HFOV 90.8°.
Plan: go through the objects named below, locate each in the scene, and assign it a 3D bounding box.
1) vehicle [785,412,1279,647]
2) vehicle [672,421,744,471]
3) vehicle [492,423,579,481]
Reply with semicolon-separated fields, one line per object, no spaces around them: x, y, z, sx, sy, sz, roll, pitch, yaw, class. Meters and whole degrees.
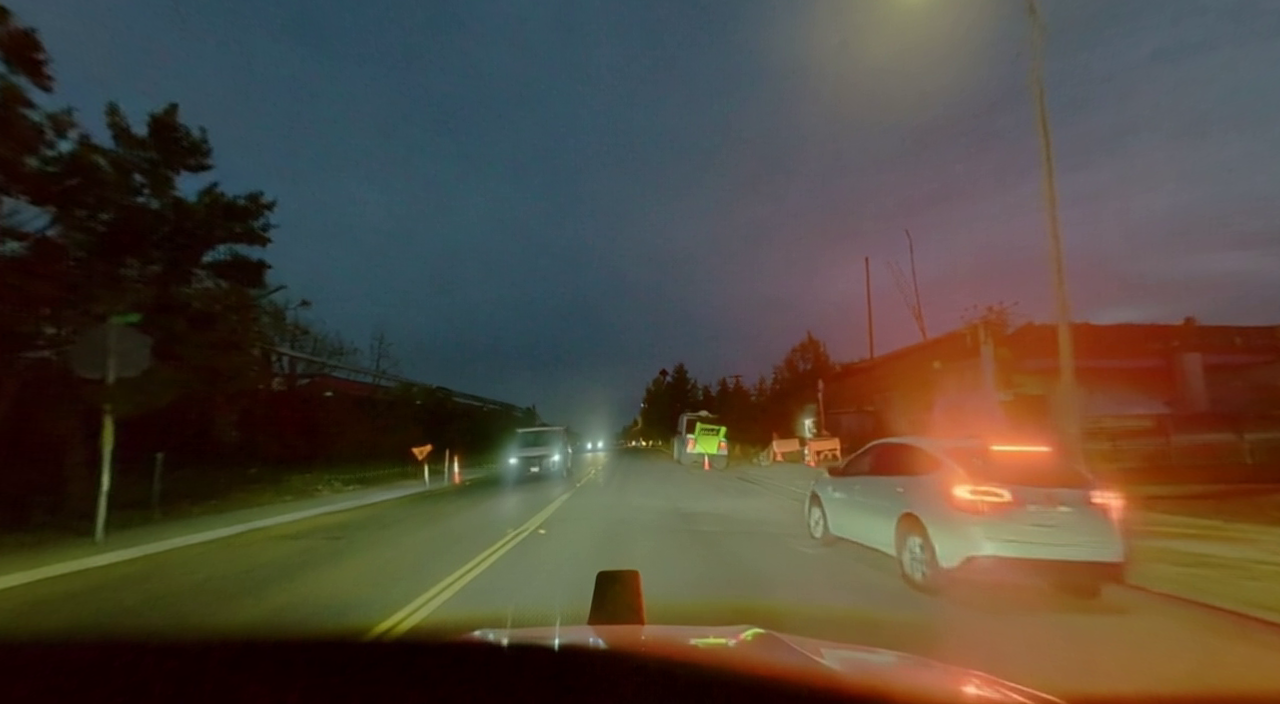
3.152;1.493;6.475;2.006;1.482;4.722;0;-9;-3;vehicle
3.066;4.469;30.026;2.759;2.114;6.152;0;-9;0;vehicle
-3.777;3.766;23.986;2.358;1.921;5.675;0;-9;0;vehicle
